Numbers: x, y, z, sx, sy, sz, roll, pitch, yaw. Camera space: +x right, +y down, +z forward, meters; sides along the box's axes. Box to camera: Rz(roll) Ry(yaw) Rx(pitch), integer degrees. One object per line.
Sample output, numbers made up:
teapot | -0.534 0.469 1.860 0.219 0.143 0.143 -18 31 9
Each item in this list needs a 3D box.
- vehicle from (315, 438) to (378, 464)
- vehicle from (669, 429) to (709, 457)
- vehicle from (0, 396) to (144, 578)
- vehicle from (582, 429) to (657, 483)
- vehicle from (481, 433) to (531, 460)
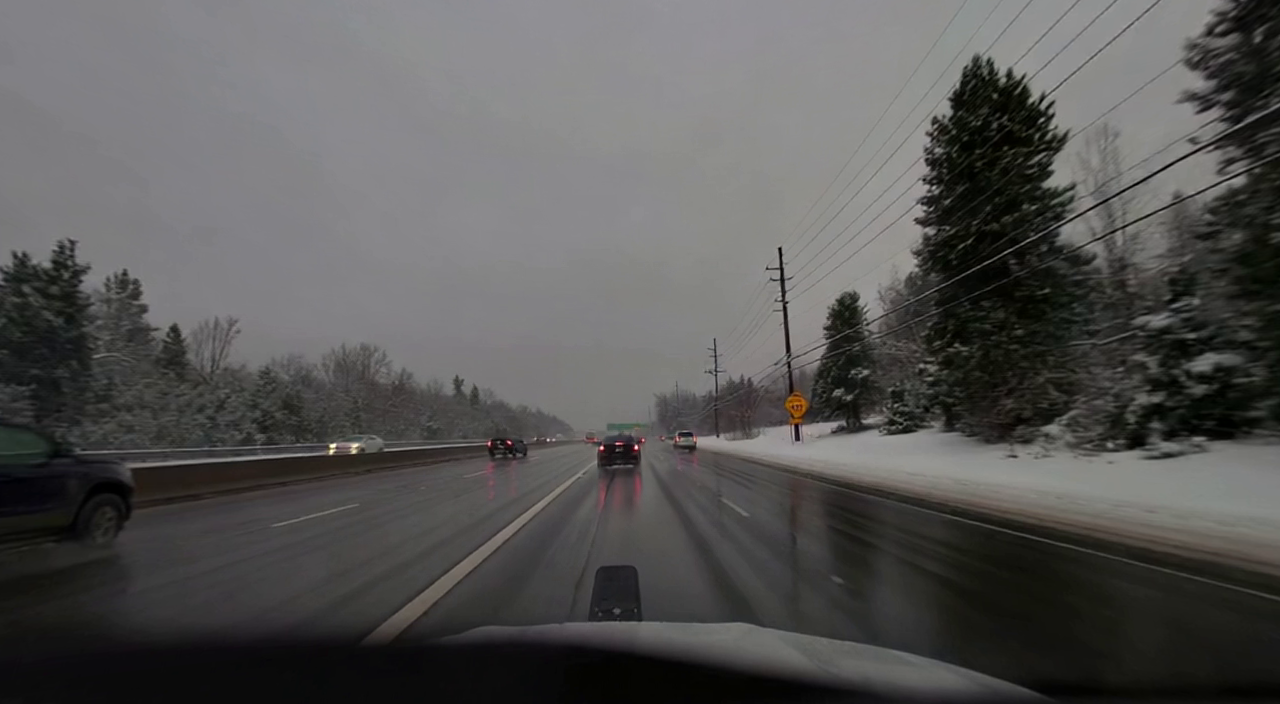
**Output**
vehicle | -16.620 5.605 35.943 1.740 1.382 3.914 0 -8 0
vehicle | 3.029 5.735 39.855 1.950 1.695 4.446 0 -8 -2
vehicle | -6.943 1.191 5.375 1.980 1.678 4.255 0 -8 -1
vehicle | -0.596 3.136 19.409 2.086 1.488 3.440 0 -8 -1
vehicle | -7.723 5.461 36.720 1.992 1.494 4.133 0 -8 0
